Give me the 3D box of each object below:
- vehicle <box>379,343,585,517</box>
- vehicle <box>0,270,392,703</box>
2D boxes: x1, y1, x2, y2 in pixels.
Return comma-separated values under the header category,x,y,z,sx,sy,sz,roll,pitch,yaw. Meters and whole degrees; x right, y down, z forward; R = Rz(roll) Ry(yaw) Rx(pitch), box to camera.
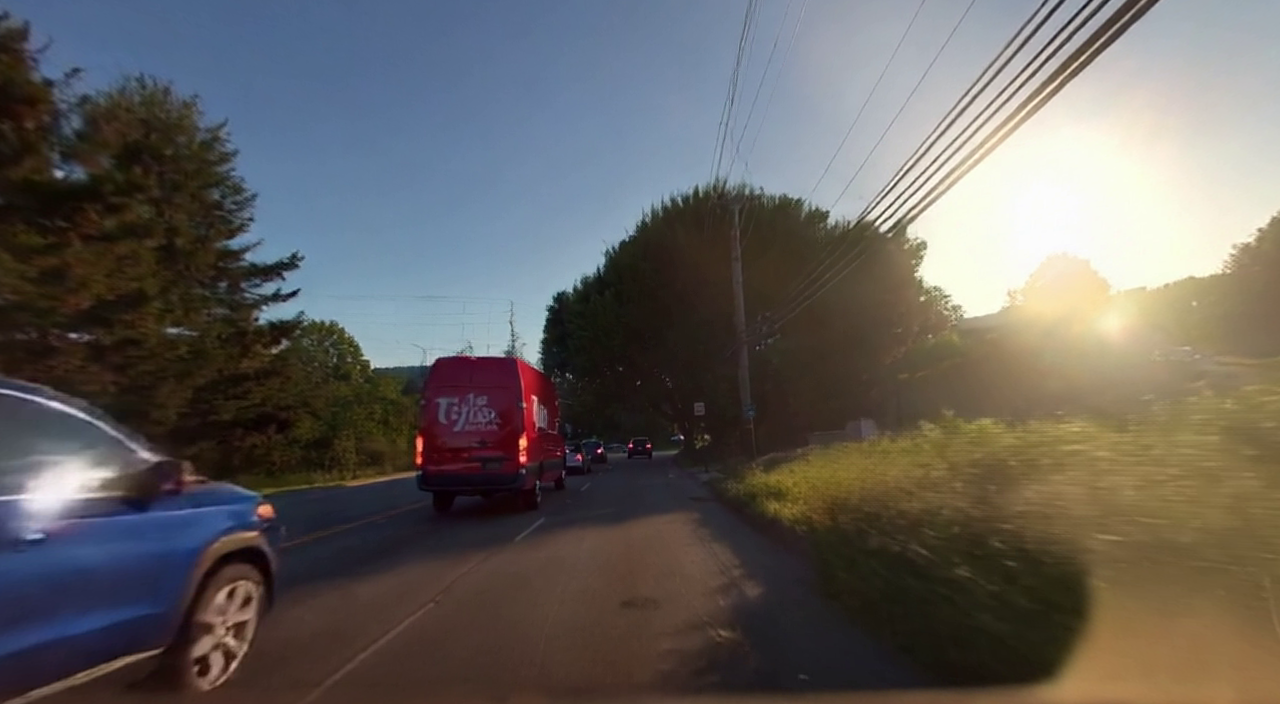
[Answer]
category,x,y,z,sx,sy,sz,roll,pitch,yaw
vehicle,-3.283,2.064,16.155,2.818,3.181,9.114,0,-8,0
vehicle,-2.907,0.658,1.605,2.187,1.821,5.501,0,-8,1
